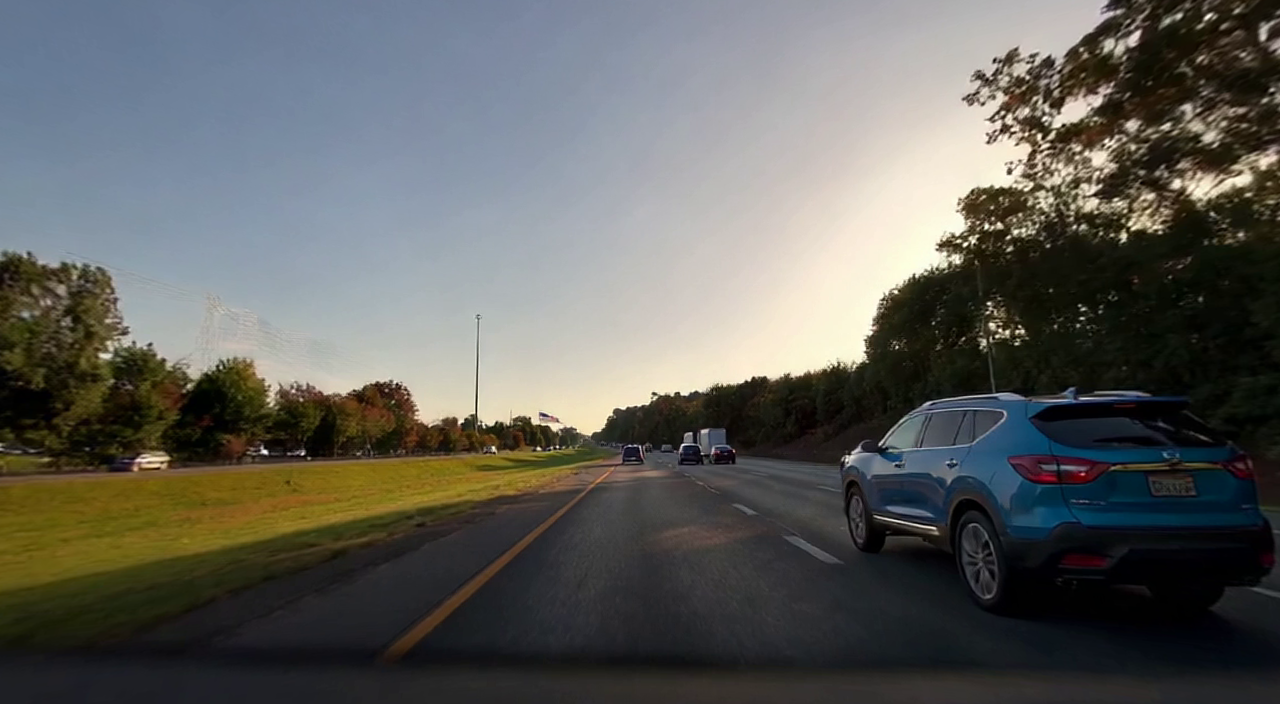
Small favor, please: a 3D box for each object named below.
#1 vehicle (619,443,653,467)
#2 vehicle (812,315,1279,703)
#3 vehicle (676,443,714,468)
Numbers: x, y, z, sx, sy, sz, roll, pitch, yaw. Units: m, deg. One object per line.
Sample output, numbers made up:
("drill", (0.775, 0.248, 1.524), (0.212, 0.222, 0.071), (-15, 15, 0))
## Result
("vehicle", (-0.275, 6.622, 40.794), (2.085, 1.449, 3.860), (0, -8, 0))
("vehicle", (3.849, 1.231, 6.357), (2.461, 2.013, 6.075), (0, -8, -1))
("vehicle", (3.535, 6.726, 41.341), (1.978, 1.488, 4.252), (0, -8, -1))
